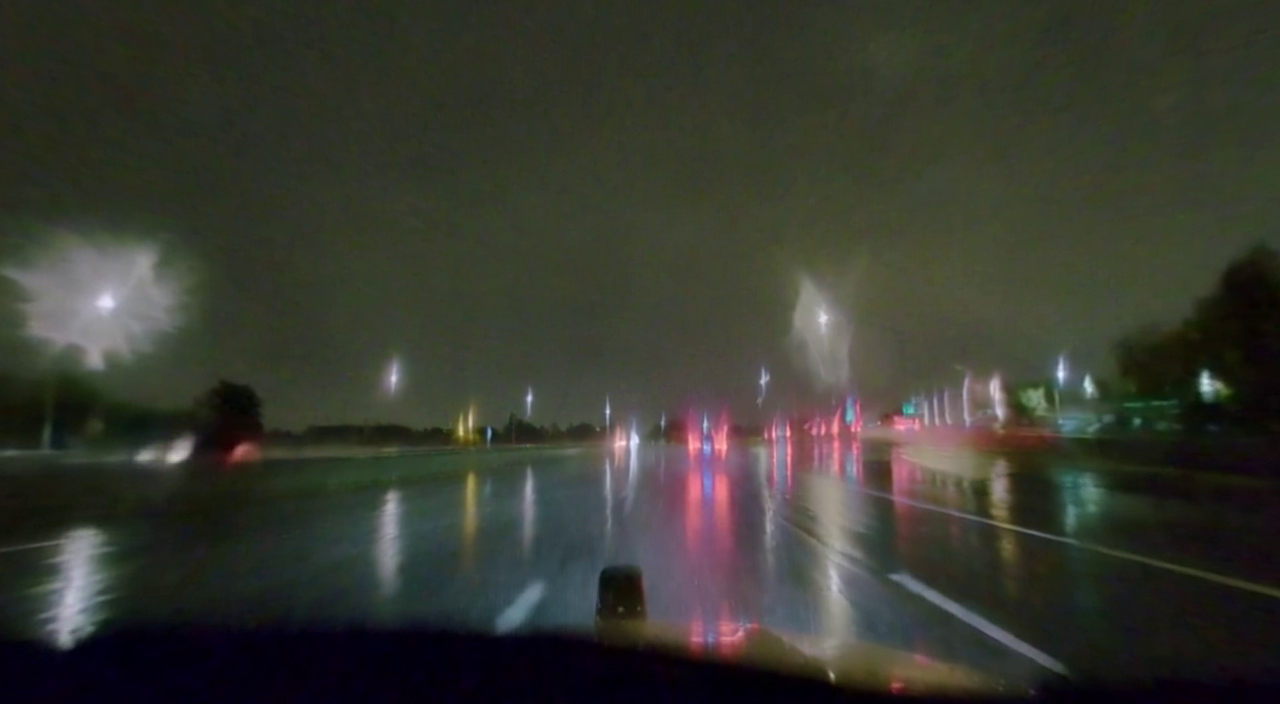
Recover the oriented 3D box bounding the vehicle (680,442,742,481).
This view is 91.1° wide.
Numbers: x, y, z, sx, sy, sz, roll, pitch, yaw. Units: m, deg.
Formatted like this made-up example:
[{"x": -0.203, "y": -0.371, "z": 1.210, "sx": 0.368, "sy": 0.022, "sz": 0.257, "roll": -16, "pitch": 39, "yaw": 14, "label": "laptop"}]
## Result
[{"x": 2.703, "y": 4.291, "z": 24.988, "sx": 2.124, "sy": 1.405, "sz": 4.398, "roll": 0, "pitch": -8, "yaw": 2, "label": "vehicle"}]
